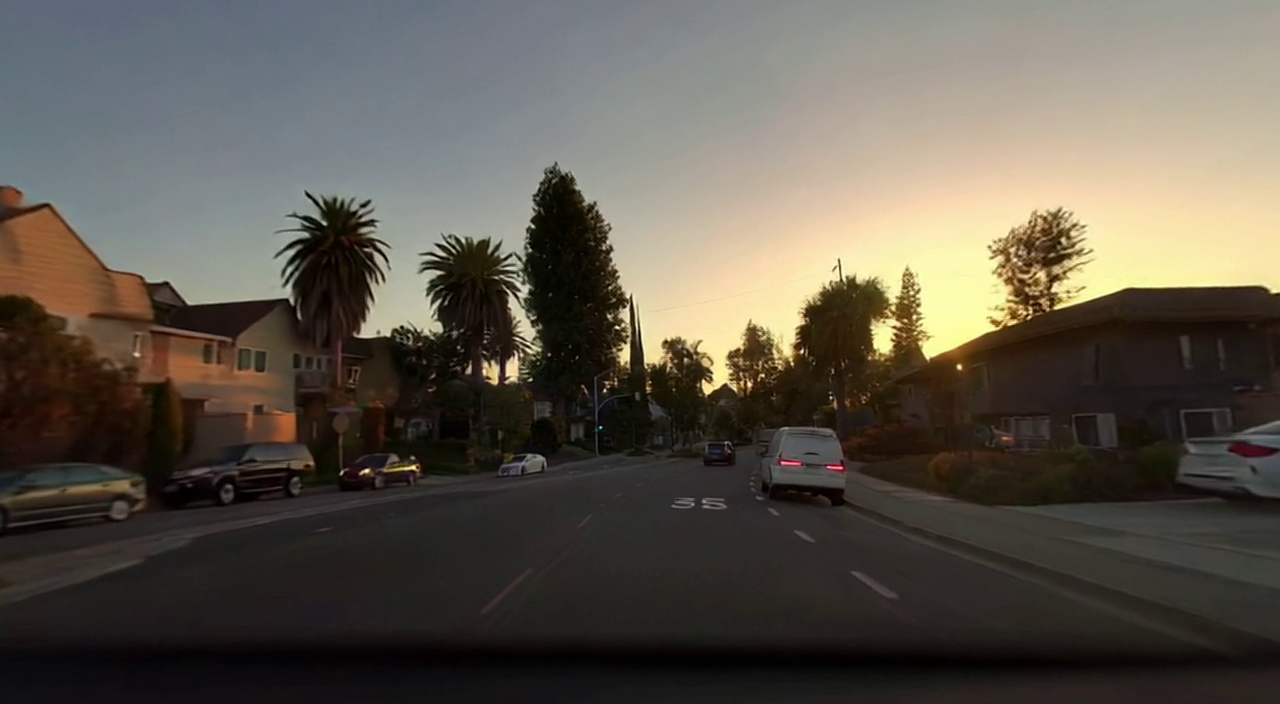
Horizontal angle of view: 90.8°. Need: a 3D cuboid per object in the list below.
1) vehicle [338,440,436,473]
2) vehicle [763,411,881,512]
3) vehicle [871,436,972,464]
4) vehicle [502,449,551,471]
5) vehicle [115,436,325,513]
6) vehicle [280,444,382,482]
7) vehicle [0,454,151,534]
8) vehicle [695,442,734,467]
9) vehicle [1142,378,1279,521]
[{"bbox_3d":[-15.127,6.286,37.853,5.205,1.792,1.969,-3,-10,12],"label":"vehicle"},{"bbox_3d":[4.616,2.854,16.852,2.326,2.257,4.635,0,-9,7],"label":"vehicle"},{"bbox_3d":[16.075,5.635,36.317,4.923,1.521,1.811,-1,-9,8],"label":"vehicle"},{"bbox_3d":[-8.050,7.693,45.345,1.860,1.499,4.402,-2,-9,12],"label":"vehicle"},{"bbox_3d":[-12.583,3.693,19.668,2.051,1.957,5.968,-3,-9,5],"label":"vehicle"},{"bbox_3d":[-15.784,5.646,32.343,4.297,1.566,2.024,1,-8,15],"label":"vehicle"},{"bbox_3d":[-13.251,3.034,13.554,1.786,1.488,4.518,-5,-9,3],"label":"vehicle"},{"bbox_3d":[4.814,6.560,40.498,2.035,1.474,4.284,-2,-9,12],"label":"vehicle"},{"bbox_3d":[12.170,1.516,10.329,5.588,2.111,2.300,-3,-9,7],"label":"vehicle"}]
